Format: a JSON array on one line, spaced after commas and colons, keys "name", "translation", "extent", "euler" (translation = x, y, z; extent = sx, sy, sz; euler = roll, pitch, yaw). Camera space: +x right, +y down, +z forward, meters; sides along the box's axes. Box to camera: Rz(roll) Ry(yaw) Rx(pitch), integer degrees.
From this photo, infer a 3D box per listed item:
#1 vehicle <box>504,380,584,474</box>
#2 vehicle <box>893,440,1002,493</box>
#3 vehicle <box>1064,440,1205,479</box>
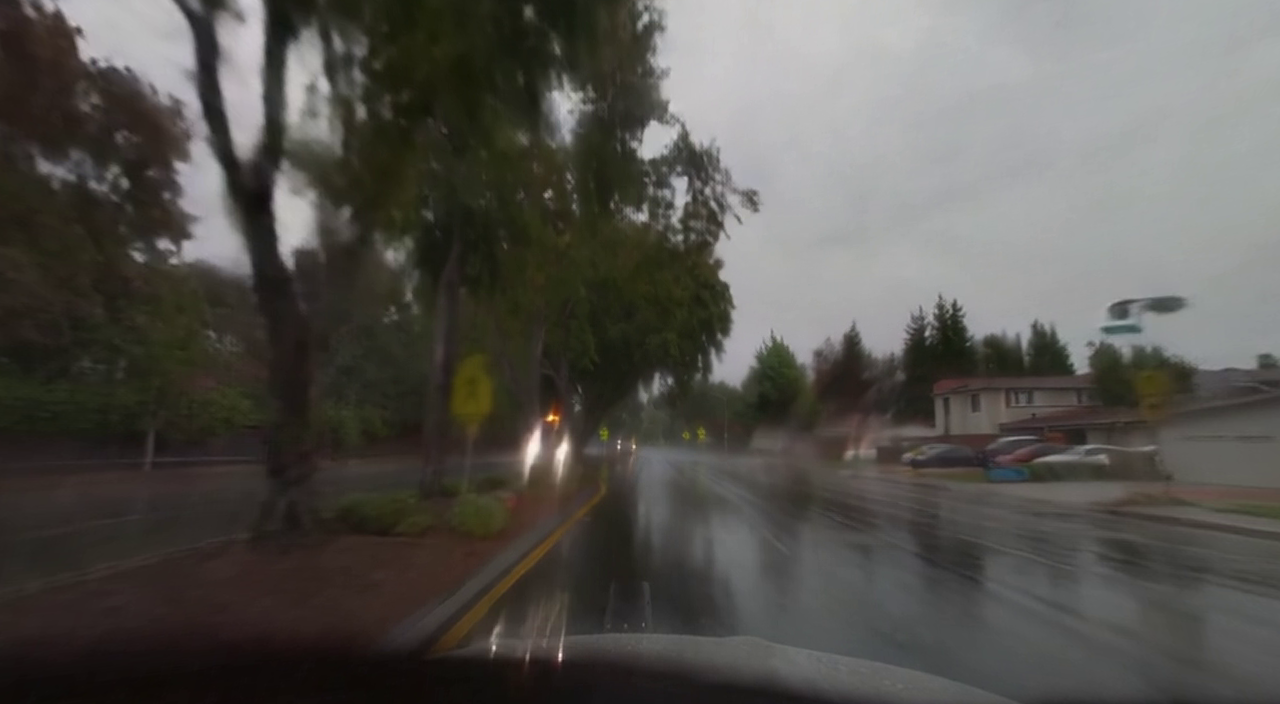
[{"name": "vehicle", "translation": [-4.008, 3.268, 27.263], "extent": [3.008, 3.786, 3.422], "euler": [0, -8, -2]}, {"name": "vehicle", "translation": [11.324, 4.204, 23.612], "extent": [1.976, 1.780, 4.352], "euler": [0, -8, 1]}, {"name": "vehicle", "translation": [22.421, 4.858, 28.749], "extent": [4.570, 1.521, 2.029], "euler": [1, -8, 7]}]
